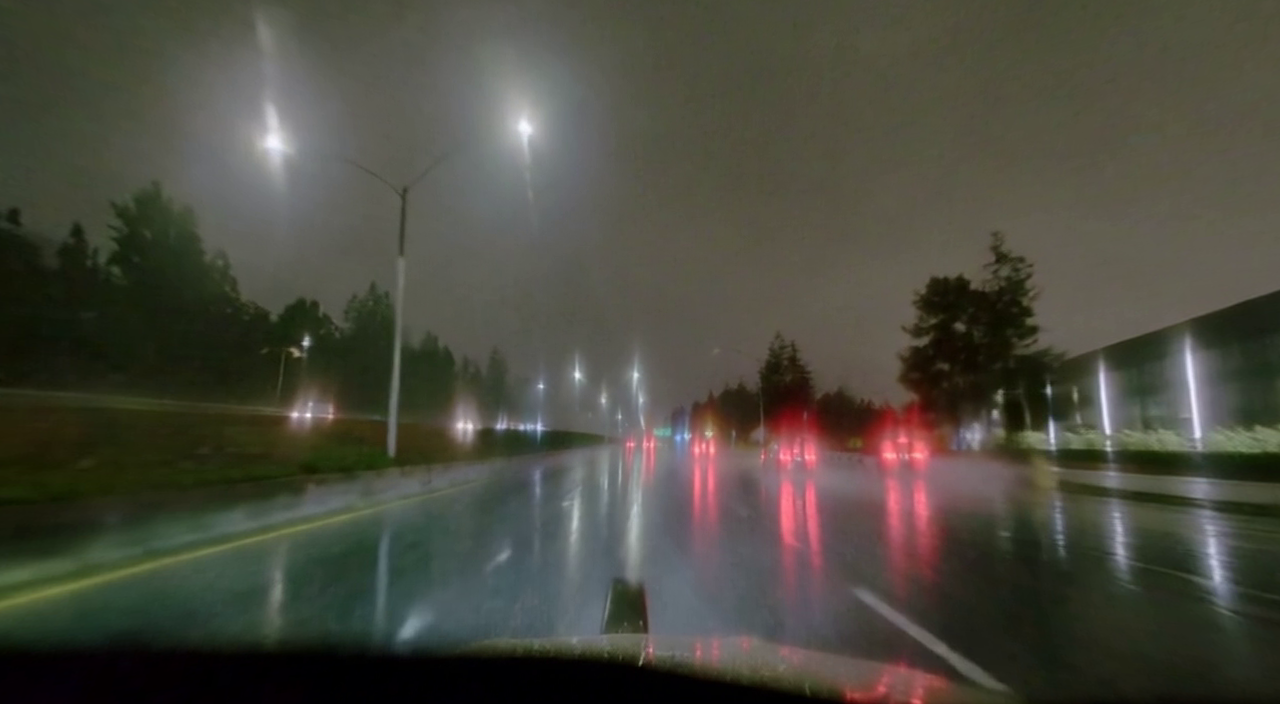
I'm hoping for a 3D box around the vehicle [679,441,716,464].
[{"bbox_3d":[3.916,6.919,43.544,2.069,1.431,4.313,0,-8,-1],"label":"vehicle"}]
